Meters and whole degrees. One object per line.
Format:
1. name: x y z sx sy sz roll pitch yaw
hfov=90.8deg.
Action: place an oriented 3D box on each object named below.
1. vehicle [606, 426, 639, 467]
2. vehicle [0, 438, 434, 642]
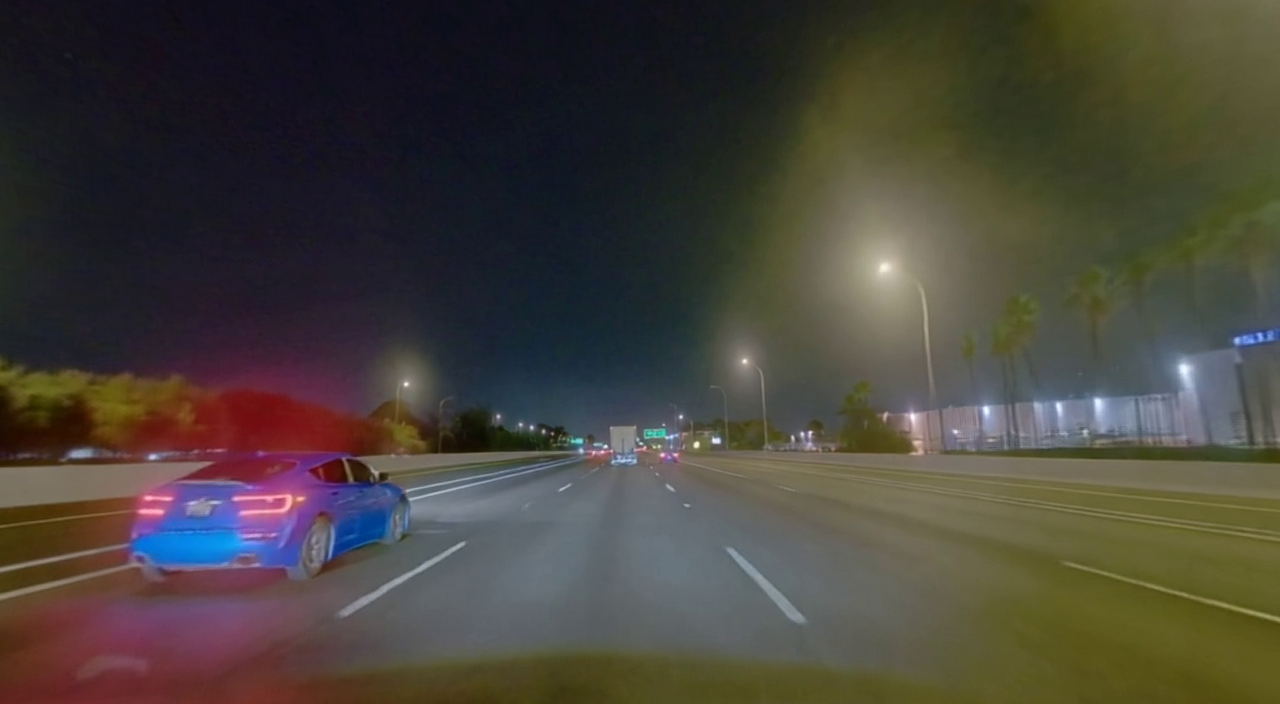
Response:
1. vehicle: -1.313 7.256 48.578 2.364 2.953 6.495 0 -9 -2
2. vehicle: -3.992 1.686 6.765 2.097 1.447 4.291 0 -9 0
